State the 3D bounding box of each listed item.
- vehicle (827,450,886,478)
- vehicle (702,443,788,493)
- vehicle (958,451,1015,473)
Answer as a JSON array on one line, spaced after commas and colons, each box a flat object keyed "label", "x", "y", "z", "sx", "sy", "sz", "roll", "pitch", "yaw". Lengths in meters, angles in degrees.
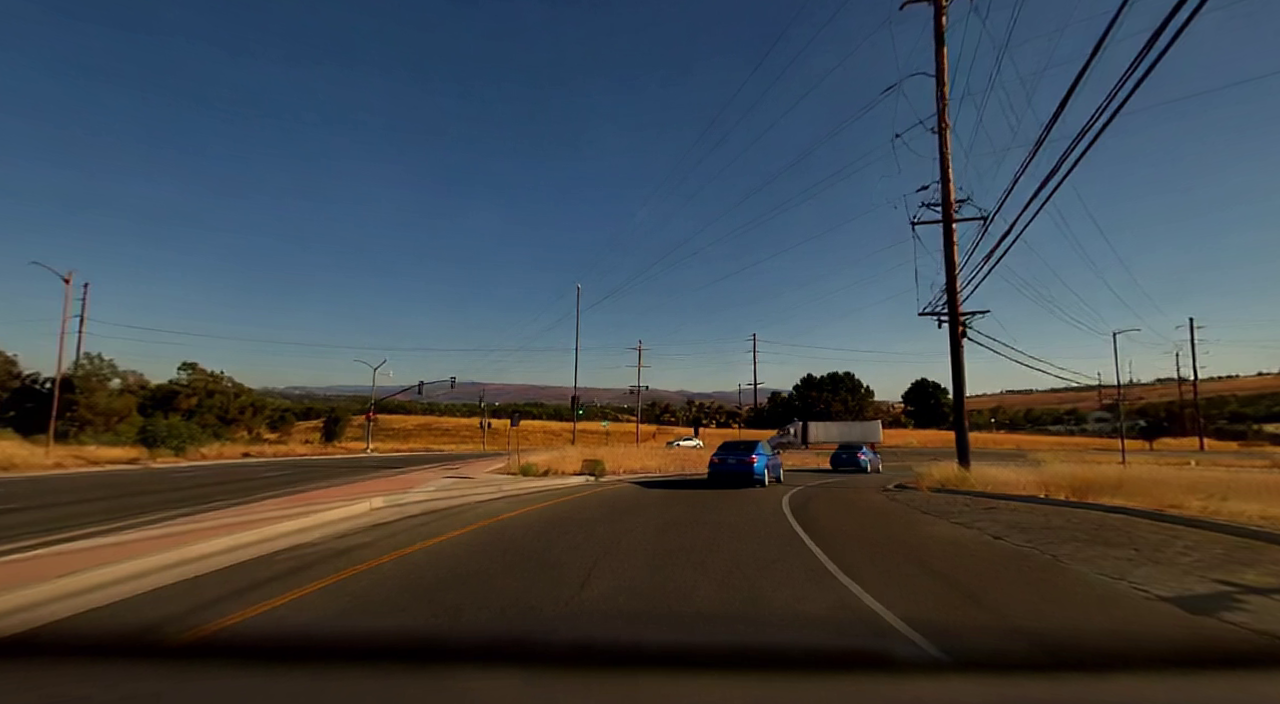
[{"label": "vehicle", "x": 12.588, "y": 6.421, "z": 36.541, "sx": 1.836, "sy": 1.465, "sz": 4.307, "roll": -7, "pitch": -10, "yaw": 38}, {"label": "vehicle", "x": 3.526, "y": 3.679, "z": 20.509, "sx": 2.026, "sy": 1.407, "sz": 4.374, "roll": -3, "pitch": -9, "yaw": 19}, {"label": "vehicle", "x": 26.375, "y": 8.336, "z": 47.933, "sx": 4.102, "sy": 1.552, "sz": 1.931, "roll": 5, "pitch": -10, "yaw": -32}]
